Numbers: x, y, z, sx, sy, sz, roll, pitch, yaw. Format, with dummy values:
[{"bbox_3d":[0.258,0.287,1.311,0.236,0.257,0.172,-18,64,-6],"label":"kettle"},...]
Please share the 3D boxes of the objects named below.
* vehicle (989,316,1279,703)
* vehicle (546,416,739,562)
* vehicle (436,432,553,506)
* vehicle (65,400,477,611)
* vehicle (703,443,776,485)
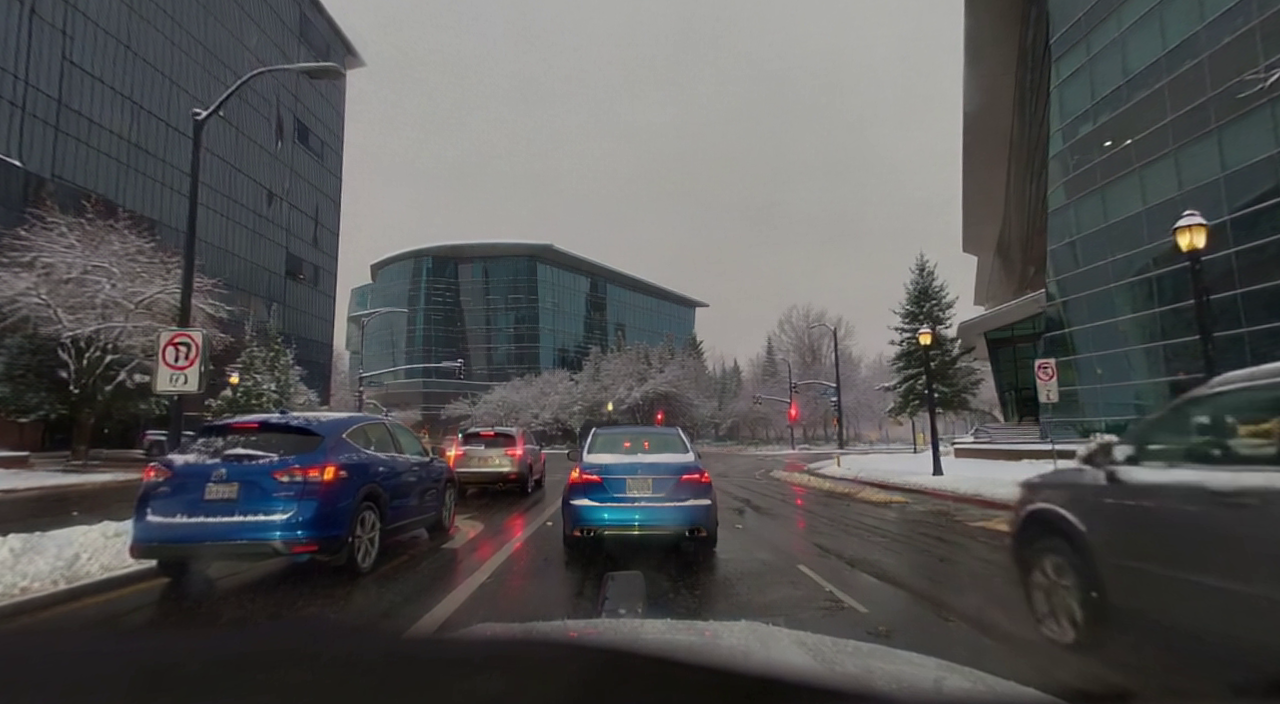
[{"bbox_3d":[3.704,0.751,2.550,2.026,1.819,4.579,0,-8,2],"label":"vehicle"},{"bbox_3d":[-0.001,1.880,9.409,2.207,1.659,4.155,0,-8,-1],"label":"vehicle"},{"bbox_3d":[-3.613,2.994,16.596,2.068,1.678,4.199,0,-8,0],"label":"vehicle"},{"bbox_3d":[-3.553,1.561,7.357,2.083,1.691,4.398,0,-8,1],"label":"vehicle"},{"bbox_3d":[3.724,4.272,24.513,2.082,1.445,4.426,0,-8,0],"label":"vehicle"}]
